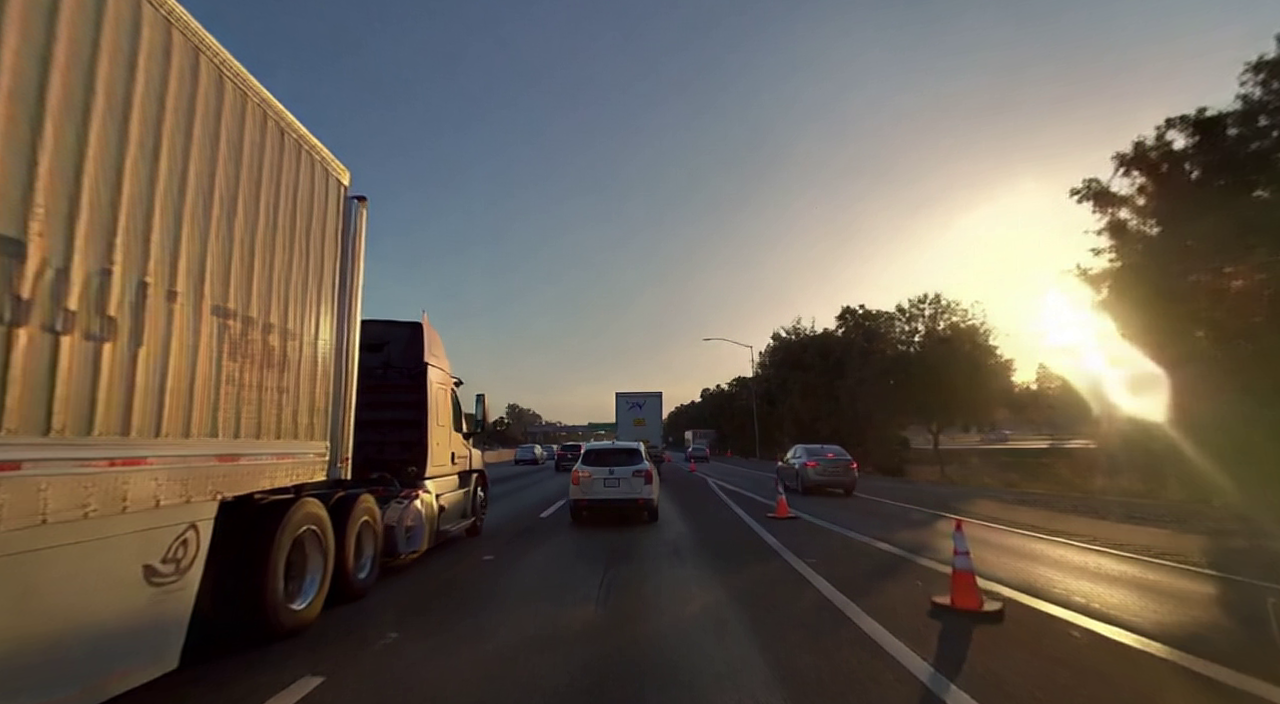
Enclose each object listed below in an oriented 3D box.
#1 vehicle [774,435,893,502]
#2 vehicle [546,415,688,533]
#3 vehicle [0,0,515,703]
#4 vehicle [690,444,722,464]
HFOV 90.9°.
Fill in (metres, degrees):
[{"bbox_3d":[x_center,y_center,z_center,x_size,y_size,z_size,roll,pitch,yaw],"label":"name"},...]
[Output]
[{"bbox_3d":[5.101,3.109,17.227,1.937,1.601,3.798,0,-9,-2],"label":"vehicle"},{"bbox_3d":[-0.342,2.156,11.615,2.152,1.779,3.924,0,-9,0],"label":"vehicle"},{"bbox_3d":[-3.696,-0.169,3.456,2.857,4.063,16.026,0,-8,0],"label":"vehicle"},{"bbox_3d":[5.156,8.058,49.790,1.918,1.479,4.571,0,-9,-1],"label":"vehicle"}]
